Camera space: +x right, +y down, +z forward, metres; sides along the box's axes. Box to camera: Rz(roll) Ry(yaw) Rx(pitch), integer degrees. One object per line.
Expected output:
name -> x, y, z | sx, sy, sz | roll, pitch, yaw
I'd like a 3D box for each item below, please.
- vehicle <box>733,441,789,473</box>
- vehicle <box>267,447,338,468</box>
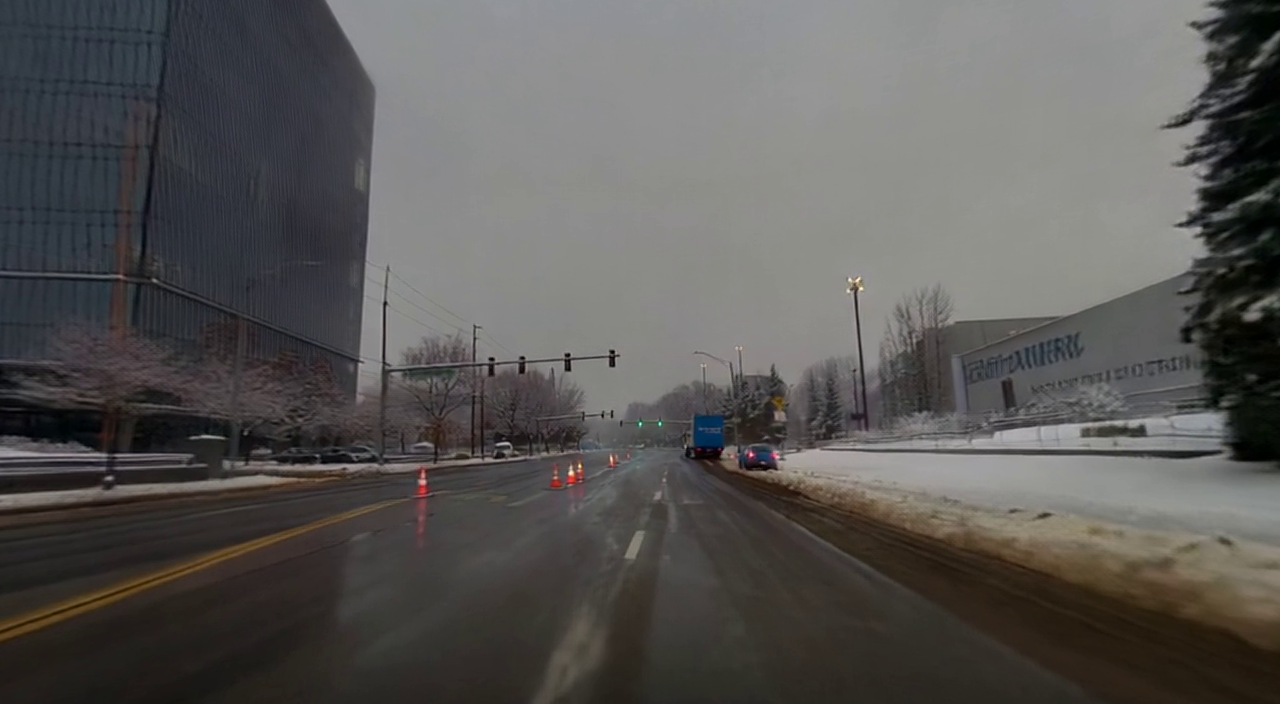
vehicle -> 6.454, 5.639, 34.255 | 2.098, 1.619, 4.433 | 0, -8, -1
vehicle -> -25.352, 7.926, 47.603 | 4.237, 1.490, 1.901 | 0, -8, -2
